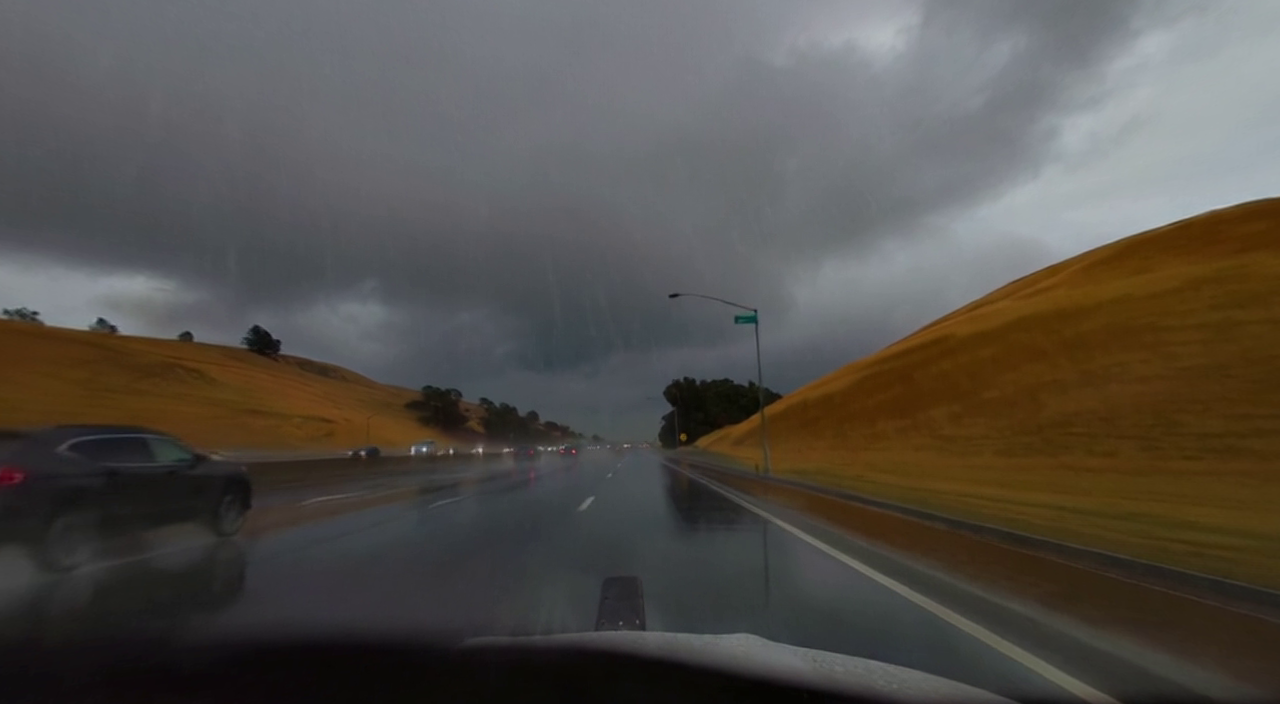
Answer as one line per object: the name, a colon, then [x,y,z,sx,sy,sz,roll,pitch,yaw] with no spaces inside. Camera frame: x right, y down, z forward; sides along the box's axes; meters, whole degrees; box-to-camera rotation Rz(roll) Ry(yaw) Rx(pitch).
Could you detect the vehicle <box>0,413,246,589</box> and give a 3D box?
vehicle: [-6.991,1.603,7.270,2.045,1.624,4.338,0,-9,0]
